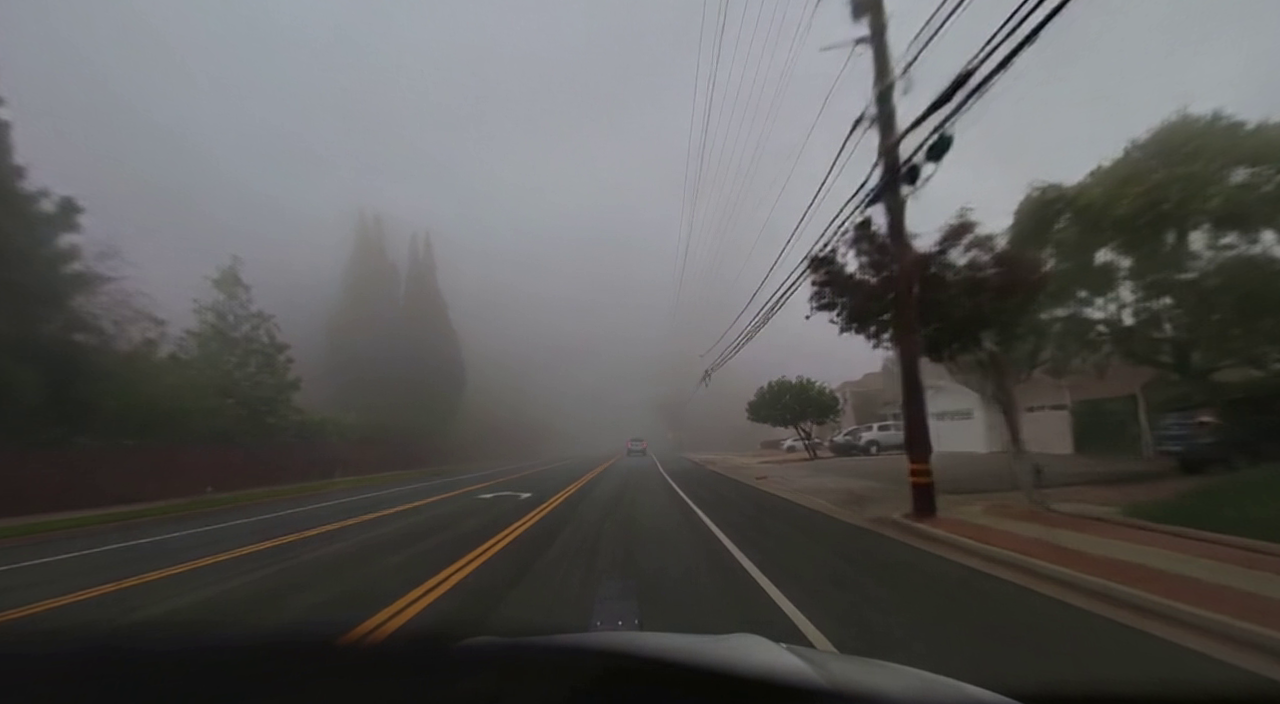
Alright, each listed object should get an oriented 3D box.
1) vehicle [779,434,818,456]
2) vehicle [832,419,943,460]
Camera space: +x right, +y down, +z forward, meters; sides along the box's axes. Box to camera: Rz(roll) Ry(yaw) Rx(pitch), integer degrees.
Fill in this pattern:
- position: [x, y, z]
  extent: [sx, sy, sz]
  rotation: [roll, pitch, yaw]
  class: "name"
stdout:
- position: [12.112, 7.140, 48.271]
  extent: [1.846, 1.523, 4.492]
  rotation: [0, -8, 1]
  class: "vehicle"
- position: [12.900, 4.615, 33.061]
  extent: [4.905, 2.056, 2.058]
  rotation: [0, -9, 0]
  class: "vehicle"
